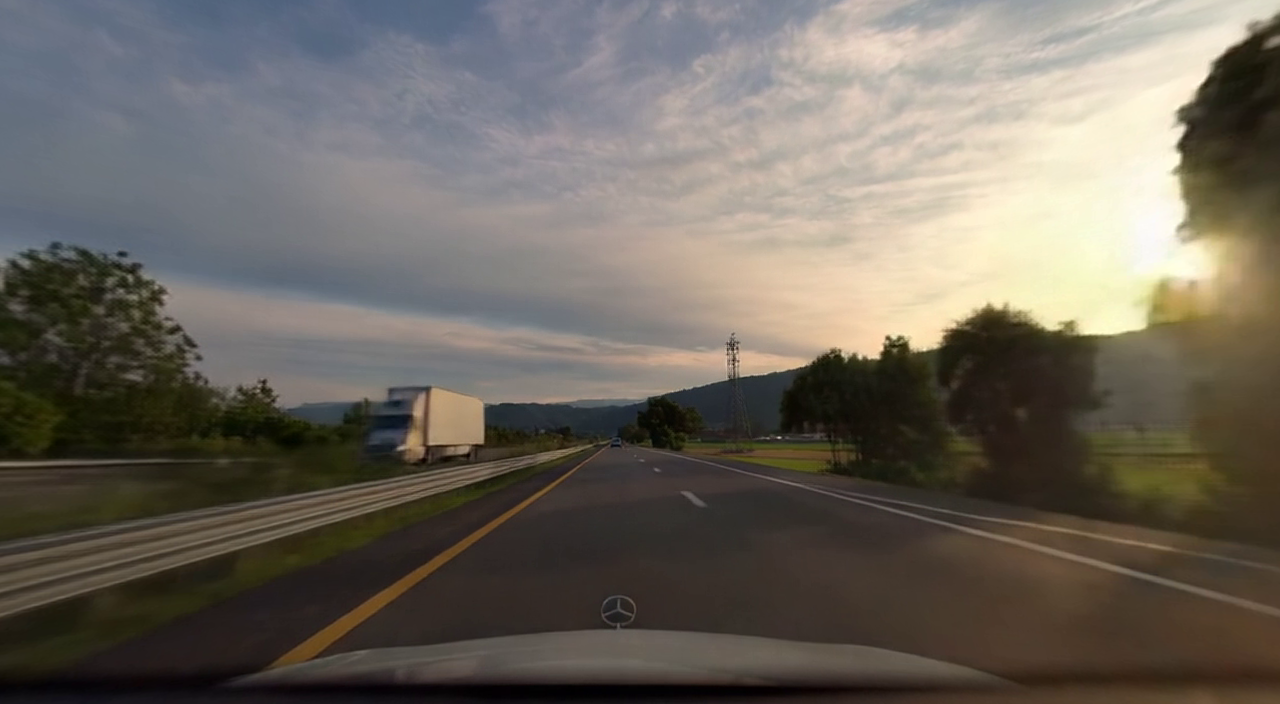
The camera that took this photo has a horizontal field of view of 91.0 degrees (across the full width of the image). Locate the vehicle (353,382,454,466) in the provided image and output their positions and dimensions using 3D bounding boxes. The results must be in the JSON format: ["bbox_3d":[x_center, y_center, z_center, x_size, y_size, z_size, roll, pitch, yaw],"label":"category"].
[{"bbox_3d":[-12.059,3.795,32.763,3.046,3.958,5.794,0,-8,-2],"label":"vehicle"}]
